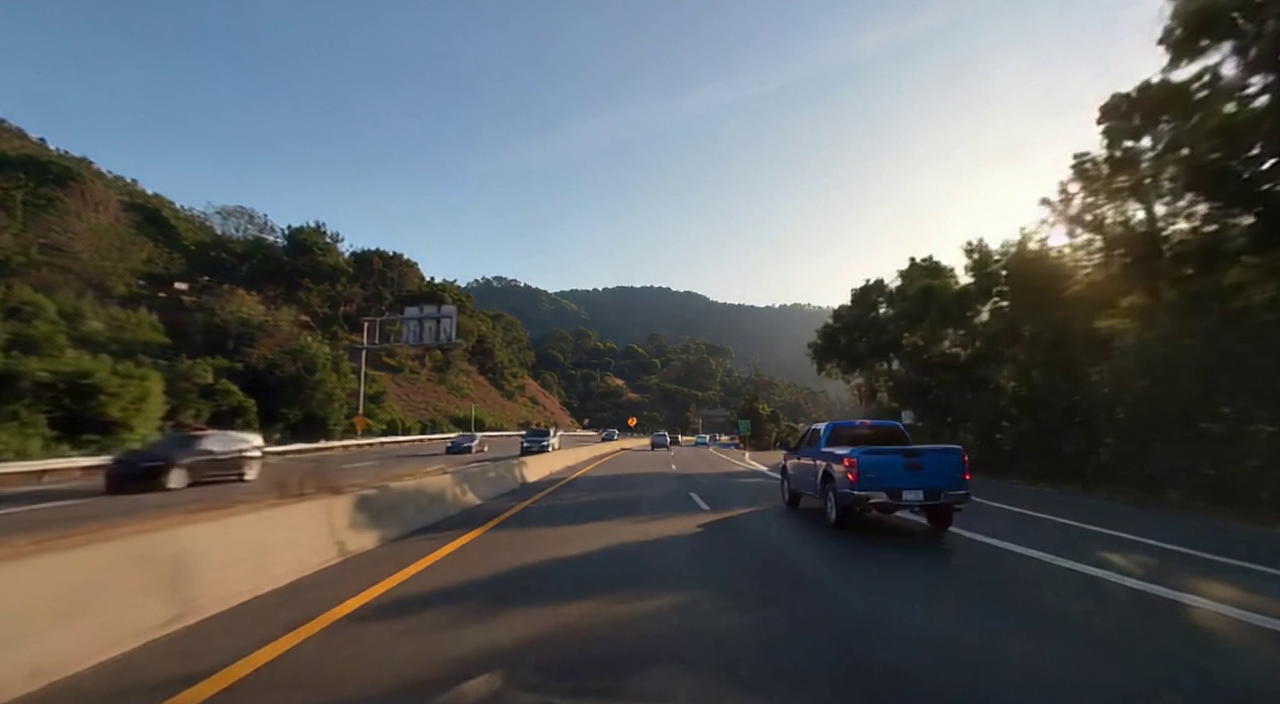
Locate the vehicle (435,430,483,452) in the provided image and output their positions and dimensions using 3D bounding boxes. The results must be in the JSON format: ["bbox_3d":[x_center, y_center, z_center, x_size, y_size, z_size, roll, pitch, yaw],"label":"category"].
[{"bbox_3d":[-12.787,6.316,44.923,1.952,1.469,4.769,0,-8,1],"label":"vehicle"}]

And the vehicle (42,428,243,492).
[{"bbox_3d":[-13.704,2.967,17.912,1.890,1.538,4.795,-1,-8,-1],"label":"vehicle"}]

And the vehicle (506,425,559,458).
[{"bbox_3d":[-6.194,5.252,37.061,2.104,1.790,4.792,0,-8,2],"label":"vehicle"}]

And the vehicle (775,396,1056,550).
[{"bbox_3d":[3.641,1.708,9.603,2.151,1.744,4.709,0,-8,0],"label":"vehicle"}]

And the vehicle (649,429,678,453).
[{"bbox_3d":[1.833,6.910,49.263,2.186,1.782,4.100,0,-8,3],"label":"vehicle"}]
